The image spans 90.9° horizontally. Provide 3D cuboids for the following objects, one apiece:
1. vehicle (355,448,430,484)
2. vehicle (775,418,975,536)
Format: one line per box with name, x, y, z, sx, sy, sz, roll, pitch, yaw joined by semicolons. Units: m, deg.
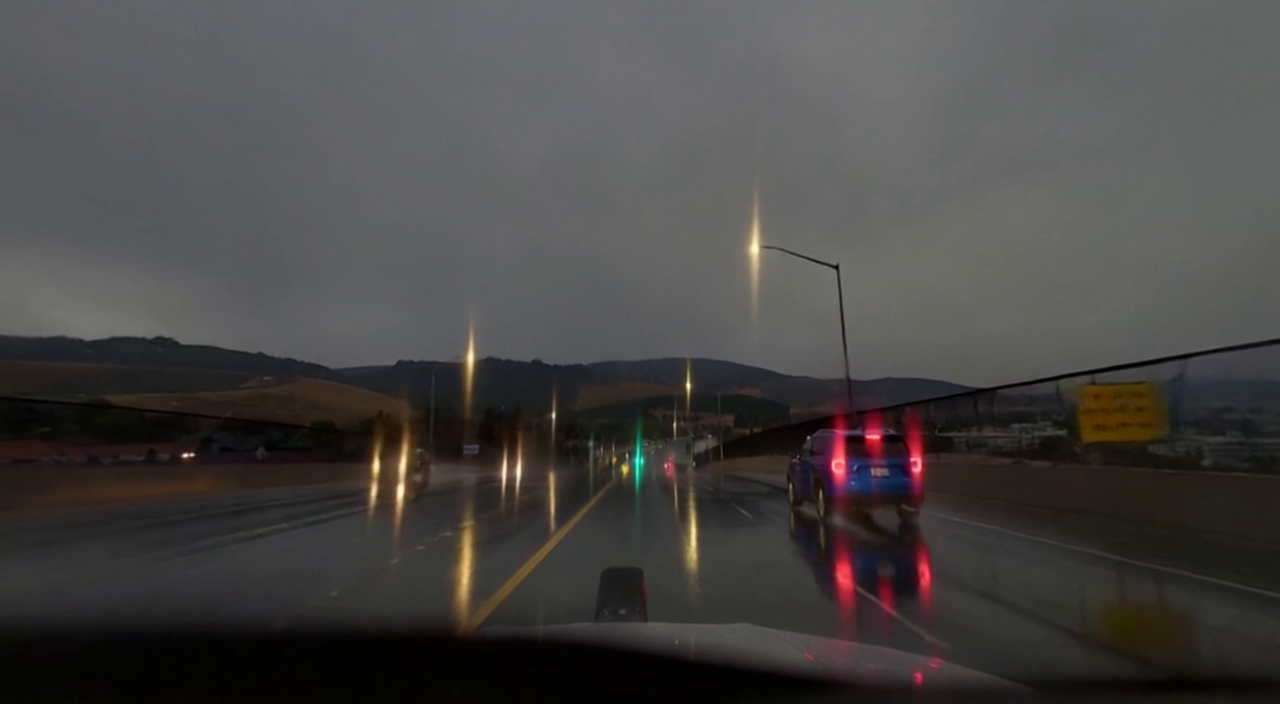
vehicle;-13.779;6.342;35.490;2.148;1.850;4.835;0;-8;1
vehicle;3.938;2.160;11.536;1.989;1.730;4.324;0;-8;0
